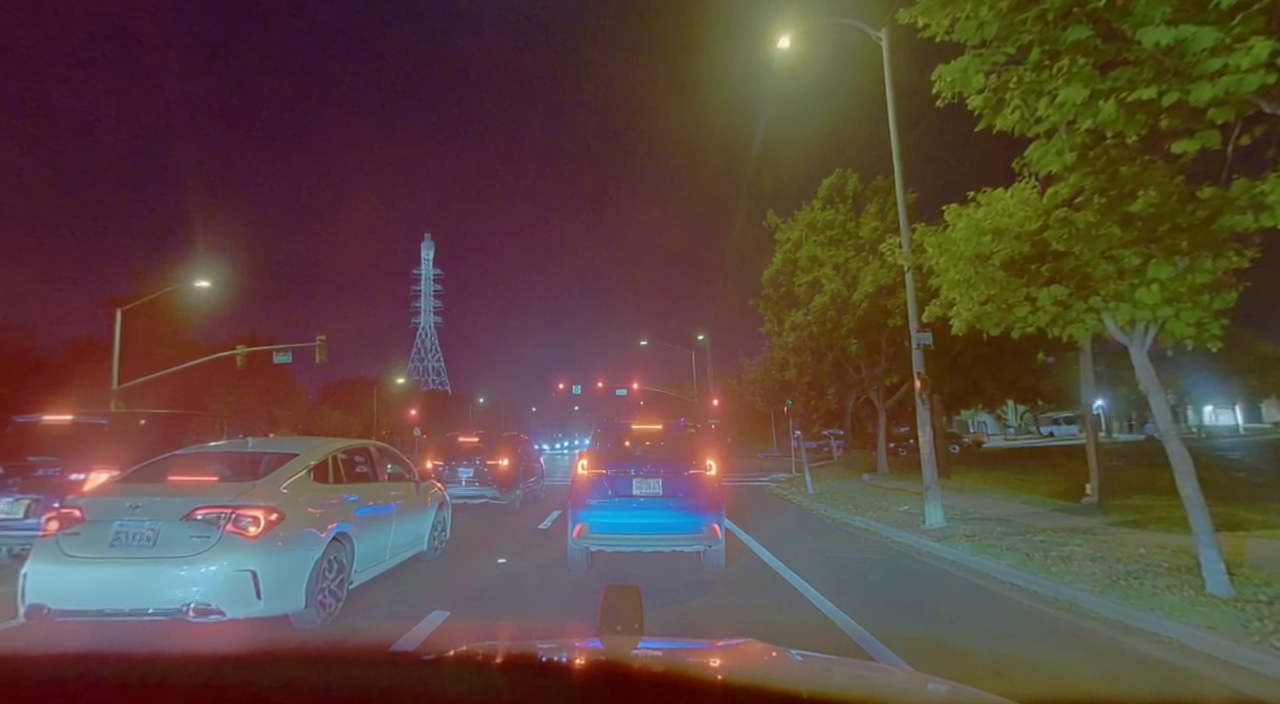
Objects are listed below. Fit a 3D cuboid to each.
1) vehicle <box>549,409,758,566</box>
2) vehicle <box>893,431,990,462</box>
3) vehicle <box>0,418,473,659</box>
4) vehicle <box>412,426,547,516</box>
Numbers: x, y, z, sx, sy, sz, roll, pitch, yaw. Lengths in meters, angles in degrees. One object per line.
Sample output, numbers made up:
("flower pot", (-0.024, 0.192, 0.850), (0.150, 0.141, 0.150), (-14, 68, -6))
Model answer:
("vehicle", (0.086, 1.757, 8.957), (2.239, 1.661, 4.224), (0, -8, -2))
("vehicle", (15.084, 4.741, 31.731), (3.858, 1.437, 1.899), (0, -8, -5))
("vehicle", (-3.181, 1.484, 6.214), (1.973, 1.469, 4.448), (0, -8, -1))
("vehicle", (-3.259, 2.492, 13.683), (1.997, 1.636, 3.760), (0, -8, -1))
